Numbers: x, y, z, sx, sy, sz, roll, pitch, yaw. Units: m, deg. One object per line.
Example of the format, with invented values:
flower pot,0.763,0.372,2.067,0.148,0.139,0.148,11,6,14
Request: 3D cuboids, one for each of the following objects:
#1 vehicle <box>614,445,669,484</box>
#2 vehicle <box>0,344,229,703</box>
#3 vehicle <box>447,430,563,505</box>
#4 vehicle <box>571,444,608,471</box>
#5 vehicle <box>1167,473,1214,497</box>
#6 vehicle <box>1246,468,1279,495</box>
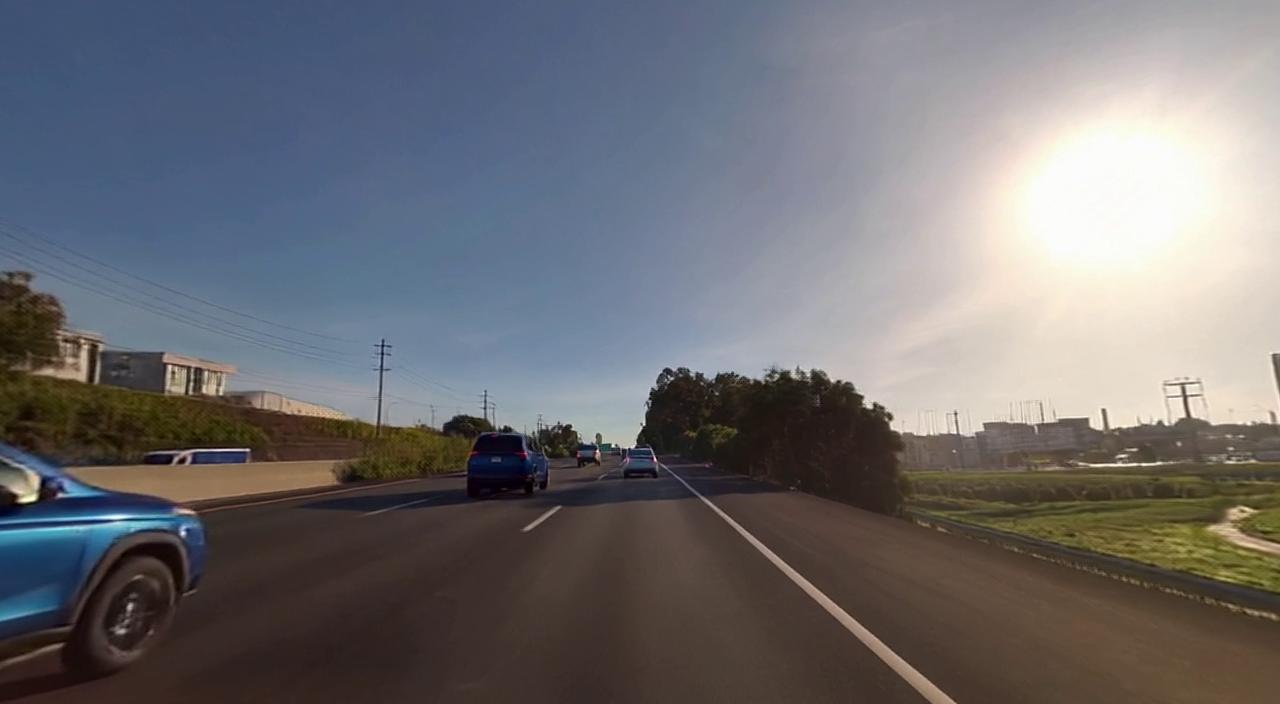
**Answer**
vehicle,0.039,4.541,25.784,2.047,1.473,3.978,0,-8,0
vehicle,-4.203,0.742,1.977,2.198,1.848,5.346,0,-8,0
vehicle,-3.575,3.162,17.698,2.133,1.789,4.518,-1,-8,2
vehicle,-3.387,7.130,42.957,1.993,1.717,4.321,-1,-9,2
vehicle,39.784,9.572,45.552,4.203,1.418,1.942,8,-12,-42
vehicle,47.660,9.669,47.162,4.590,1.756,2.059,5,-10,-30
